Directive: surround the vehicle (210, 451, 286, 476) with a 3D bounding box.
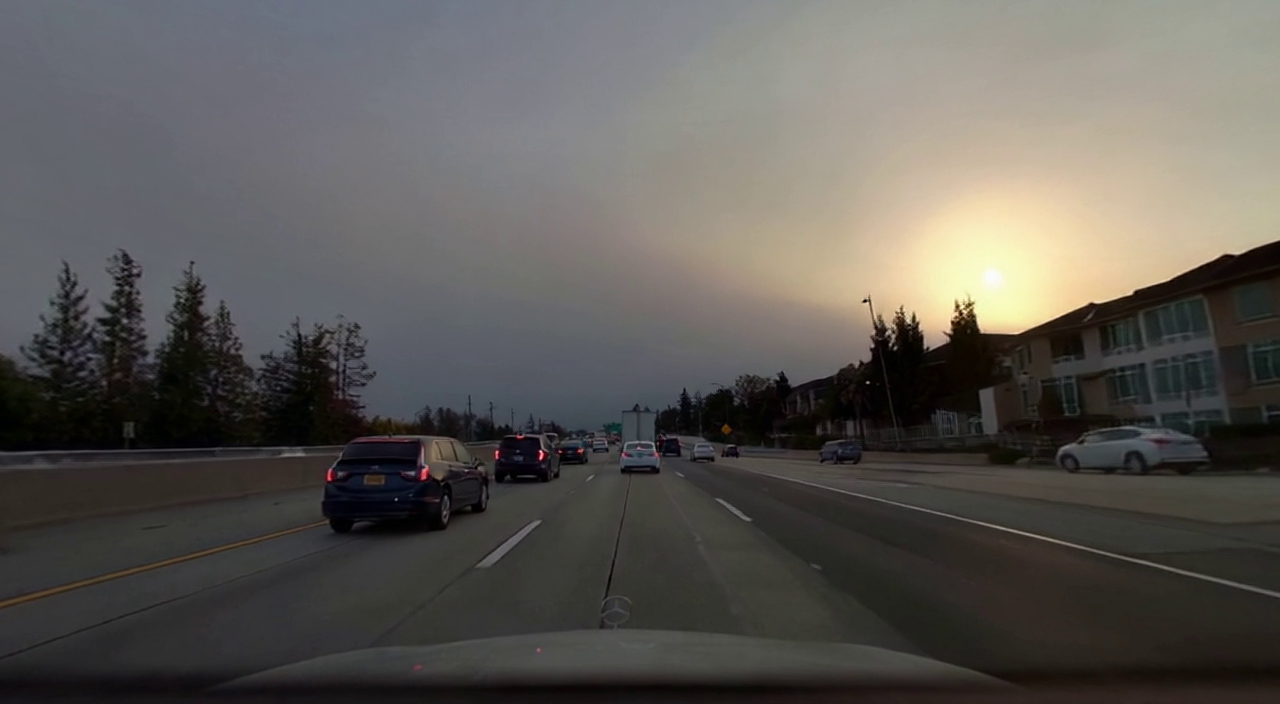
[{"bbox_3d":[-25.149,7.149,40.736,1.873,1.483,4.451,-1,-9,4],"label":"vehicle"}]

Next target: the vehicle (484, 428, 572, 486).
[{"bbox_3d":[-4.119,4.004,24.261,2.301,1.944,5.482,0,-9,1],"label":"vehicle"}]

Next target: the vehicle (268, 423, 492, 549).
[{"bbox_3d":[-3.956,2.105,10.523,1.988,1.668,4.021,0,-9,0],"label":"vehicle"}]

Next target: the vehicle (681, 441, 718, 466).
[{"bbox_3d":[3.934,6.797,42.506,2.027,1.554,4.252,0,-9,-1],"label":"vehicle"}]

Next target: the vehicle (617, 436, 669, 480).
[{"bbox_3d":[0.113,4.514,27.091,2.063,1.703,4.203,0,-9,0],"label":"vehicle"}]

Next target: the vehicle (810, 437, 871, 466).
[{"bbox_3d":[12.328,6.126,39.107,2.048,1.674,4.106,1,-9,-6],"label":"vehicle"}]

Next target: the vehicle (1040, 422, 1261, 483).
[{"bbox_3d":[14.095,2.836,17.949,1.905,1.490,4.826,1,-9,-6],"label":"vehicle"}]
